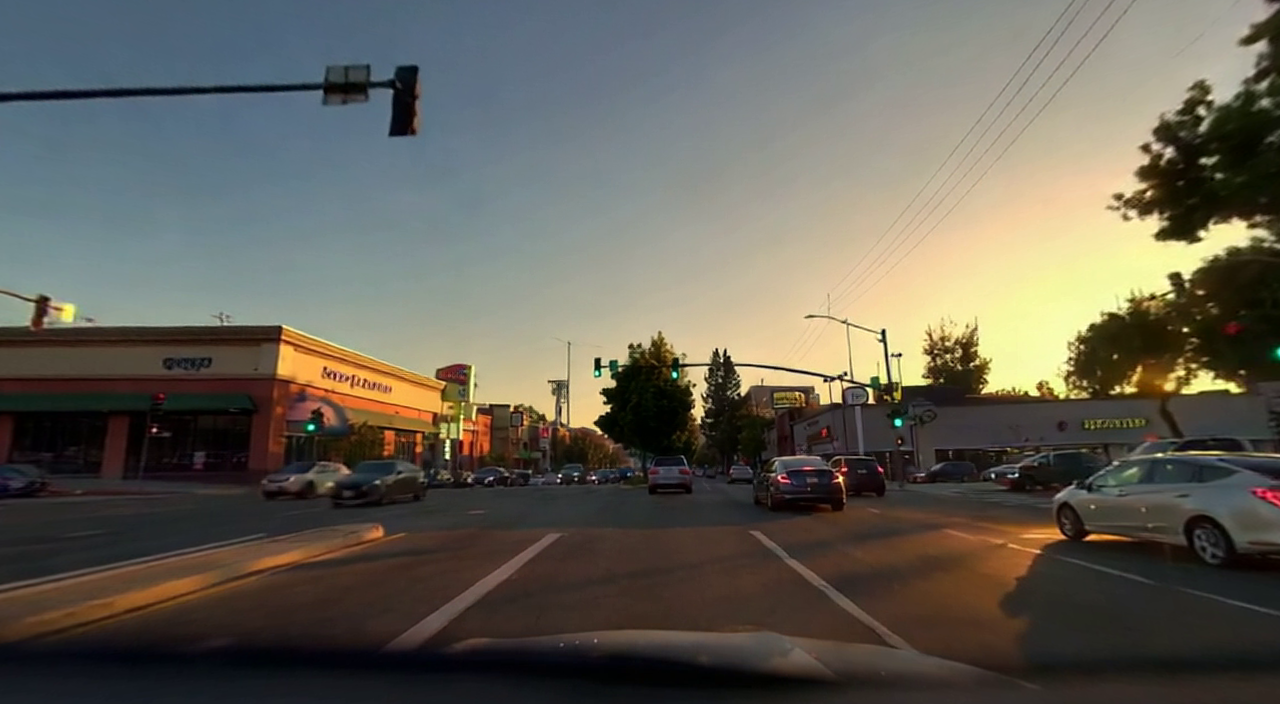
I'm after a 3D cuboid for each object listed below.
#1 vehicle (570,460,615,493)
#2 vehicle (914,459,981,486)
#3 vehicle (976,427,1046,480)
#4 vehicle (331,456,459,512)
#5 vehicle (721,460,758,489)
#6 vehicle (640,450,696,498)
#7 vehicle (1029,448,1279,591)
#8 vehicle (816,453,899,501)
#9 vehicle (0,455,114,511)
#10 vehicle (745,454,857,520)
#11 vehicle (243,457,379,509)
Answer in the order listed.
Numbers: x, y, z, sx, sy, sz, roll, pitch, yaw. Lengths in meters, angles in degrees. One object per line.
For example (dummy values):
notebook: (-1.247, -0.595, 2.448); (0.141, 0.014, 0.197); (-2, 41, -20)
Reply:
vehicle: (-2.797, 7.462, 38.104); (2.041, 1.494, 4.647); (-3, -6, 4)
vehicle: (18.394, 7.163, 37.656); (4.373, 1.399, 2.052); (8, -11, -41)
vehicle: (19.577, 5.282, 33.104); (2.521, 2.491, 5.455); (-7, -11, 34)
vehicle: (-7.605, 4.124, 20.180); (1.993, 1.491, 4.673); (-1, -9, 4)
vehicle: (6.618, 8.210, 42.360); (2.036, 1.719, 4.318); (-1, -9, 4)
vehicle: (1.257, 5.189, 27.294); (2.210, 1.861, 4.280); (-1, -9, 4)
vehicle: (7.663, 2.045, 8.532); (1.911, 1.466, 4.572); (0, -9, 1)
vehicle: (8.852, 5.093, 26.113); (2.040, 1.738, 4.414); (0, -9, 3)
vehicle: (-18.623, 3.910, 19.195); (4.404, 1.462, 2.075); (-4, -9, 23)
vehicle: (4.214, 3.588, 17.354); (1.963, 1.484, 4.609); (0, -9, 1)
vehicle: (-11.170, 4.449, 21.900); (1.938, 1.506, 4.771); (-1, -9, 4)
